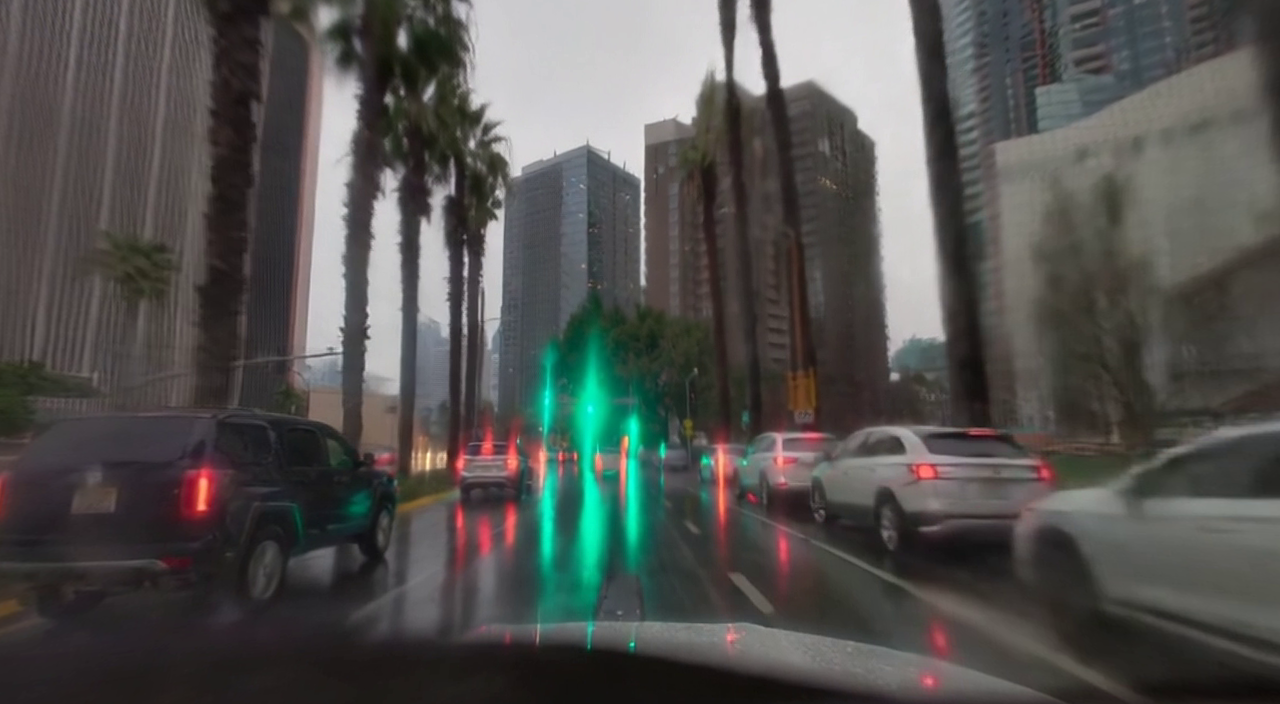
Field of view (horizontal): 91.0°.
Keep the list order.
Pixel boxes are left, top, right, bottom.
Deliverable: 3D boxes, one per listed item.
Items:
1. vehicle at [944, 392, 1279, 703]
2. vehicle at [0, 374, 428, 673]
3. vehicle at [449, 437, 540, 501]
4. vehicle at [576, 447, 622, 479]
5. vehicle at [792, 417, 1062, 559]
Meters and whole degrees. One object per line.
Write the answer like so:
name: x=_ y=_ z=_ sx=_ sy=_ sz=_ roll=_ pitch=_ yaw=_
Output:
vehicle: x=4.091 y=1.155 z=4.147 sx=1.773 sy=1.584 sz=4.553 roll=0 pitch=-9 yaw=-2
vehicle: x=-3.669 y=1.357 z=5.982 sx=1.800 sy=1.797 sz=4.224 roll=0 pitch=-9 yaw=0
vehicle: x=-4.352 y=3.556 z=19.548 sx=2.014 sy=1.740 sz=4.392 roll=0 pitch=-9 yaw=-3
vehicle: x=-2.128 y=5.563 z=31.770 sx=2.036 sy=1.461 sz=3.890 roll=1 pitch=-9 yaw=-7
vehicle: x=3.982 y=1.978 z=9.888 sx=1.895 sy=1.663 sz=4.732 roll=0 pitch=-9 yaw=-1
